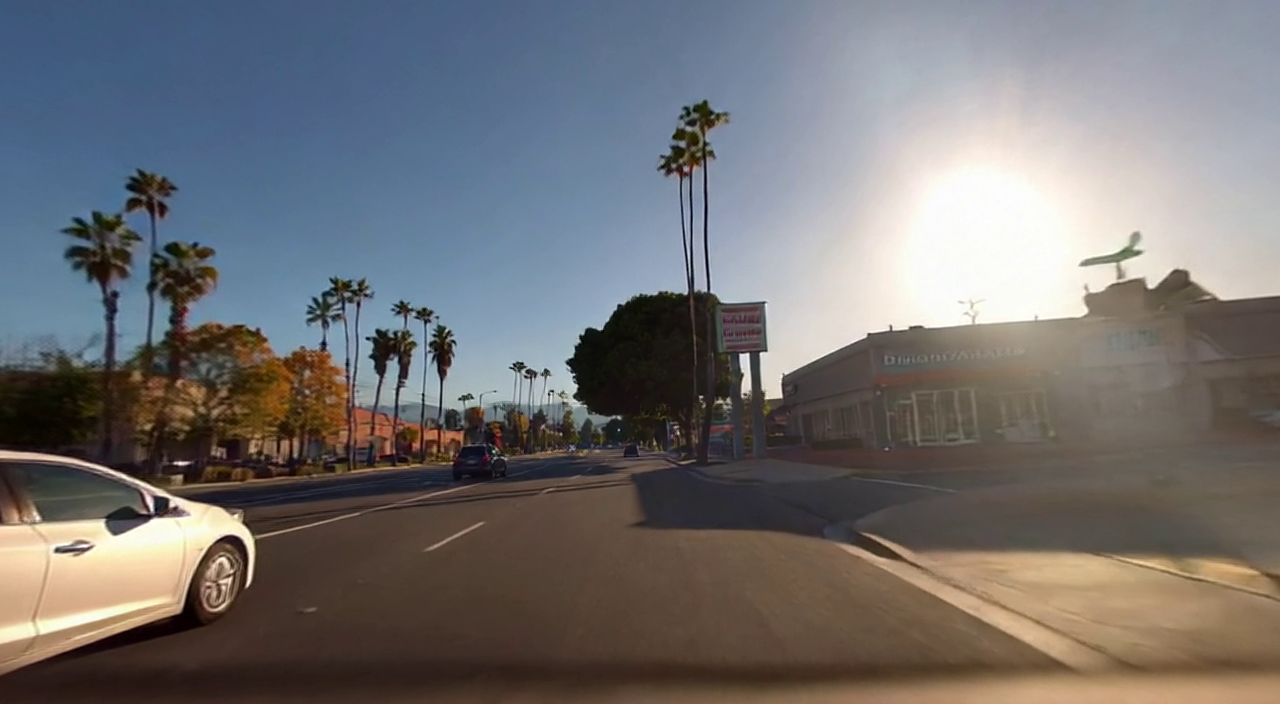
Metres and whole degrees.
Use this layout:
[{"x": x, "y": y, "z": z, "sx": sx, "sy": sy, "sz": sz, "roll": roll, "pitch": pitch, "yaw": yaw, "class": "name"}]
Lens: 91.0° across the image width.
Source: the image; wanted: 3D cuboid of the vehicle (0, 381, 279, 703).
[{"x": -4.201, "y": 1.024, "z": 3.376, "sx": 2.041, "sy": 1.666, "sz": 4.182, "roll": 0, "pitch": -8, "yaw": -1, "class": "vehicle"}]

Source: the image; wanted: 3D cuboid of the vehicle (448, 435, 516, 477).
[{"x": -7.516, "y": 4.992, "z": 30.408, "sx": 2.136, "sy": 1.844, "sz": 4.363, "roll": 0, "pitch": -8, "yaw": 1, "class": "vehicle"}]
